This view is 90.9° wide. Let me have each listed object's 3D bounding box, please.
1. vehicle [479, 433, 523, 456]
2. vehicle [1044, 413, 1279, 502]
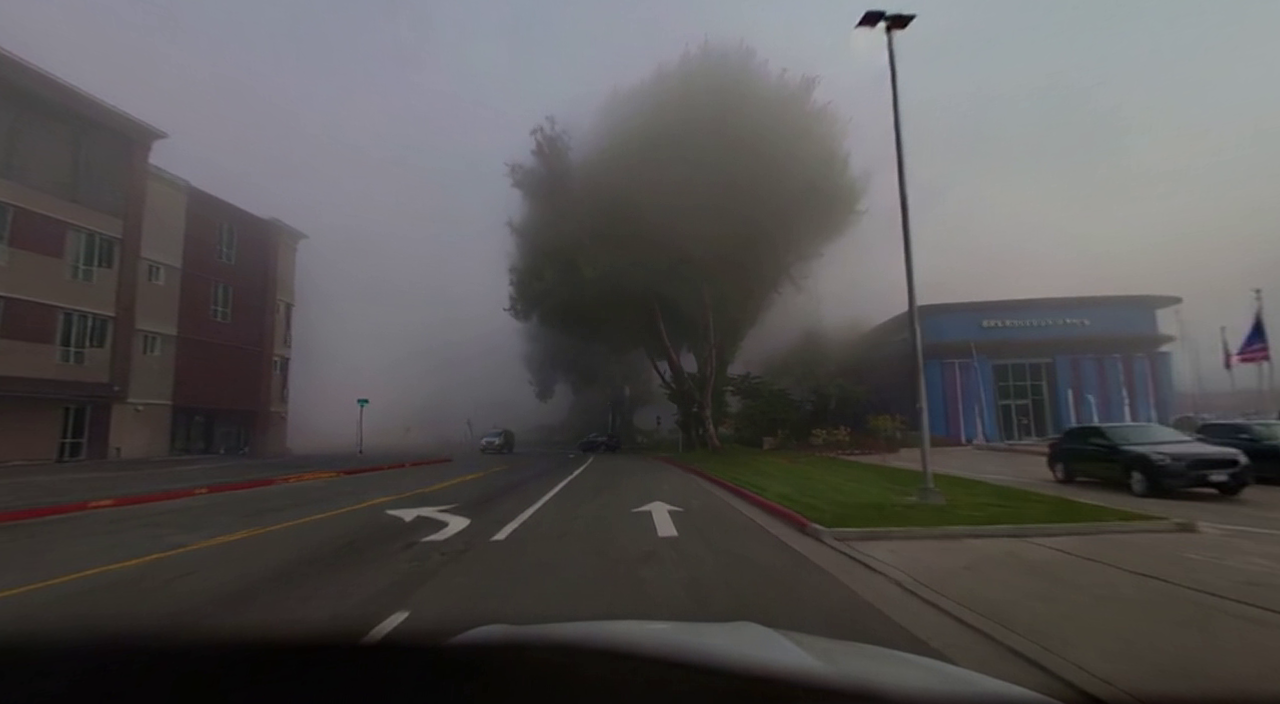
[{"bbox_3d":[-9.275,6.187,42.271,1.919,1.484,3.879,-1,-8,3],"label":"vehicle"},{"bbox_3d":[10.242,2.070,12.702,1.769,1.516,3.520,0,-8,-1],"label":"vehicle"}]
